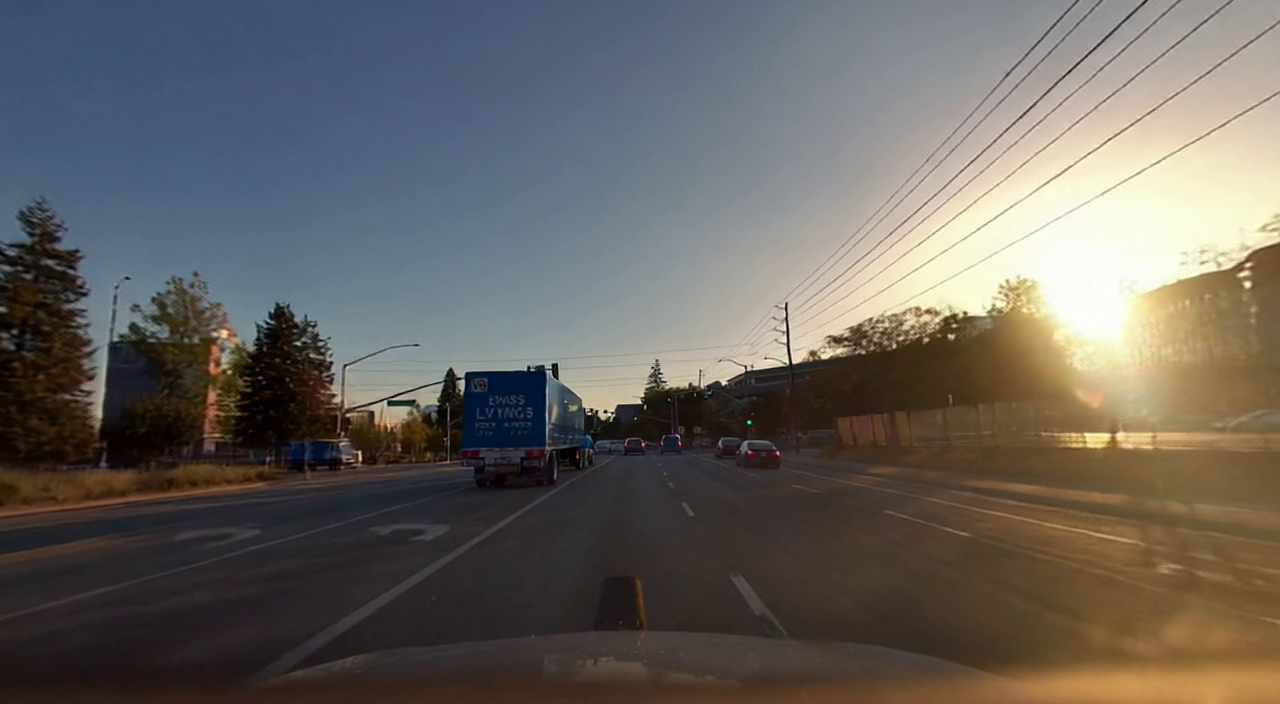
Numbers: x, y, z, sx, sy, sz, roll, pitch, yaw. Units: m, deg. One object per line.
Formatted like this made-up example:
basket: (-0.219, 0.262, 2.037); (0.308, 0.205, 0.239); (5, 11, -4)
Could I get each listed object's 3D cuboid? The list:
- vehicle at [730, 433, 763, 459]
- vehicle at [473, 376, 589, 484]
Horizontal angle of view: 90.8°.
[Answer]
vehicle: (7.281, 6.450, 43.333); (2.102, 1.662, 4.533); (-2, -8, 9)
vehicle: (-3.724, 3.012, 23.847); (2.889, 3.347, 8.285); (0, -8, 0)
